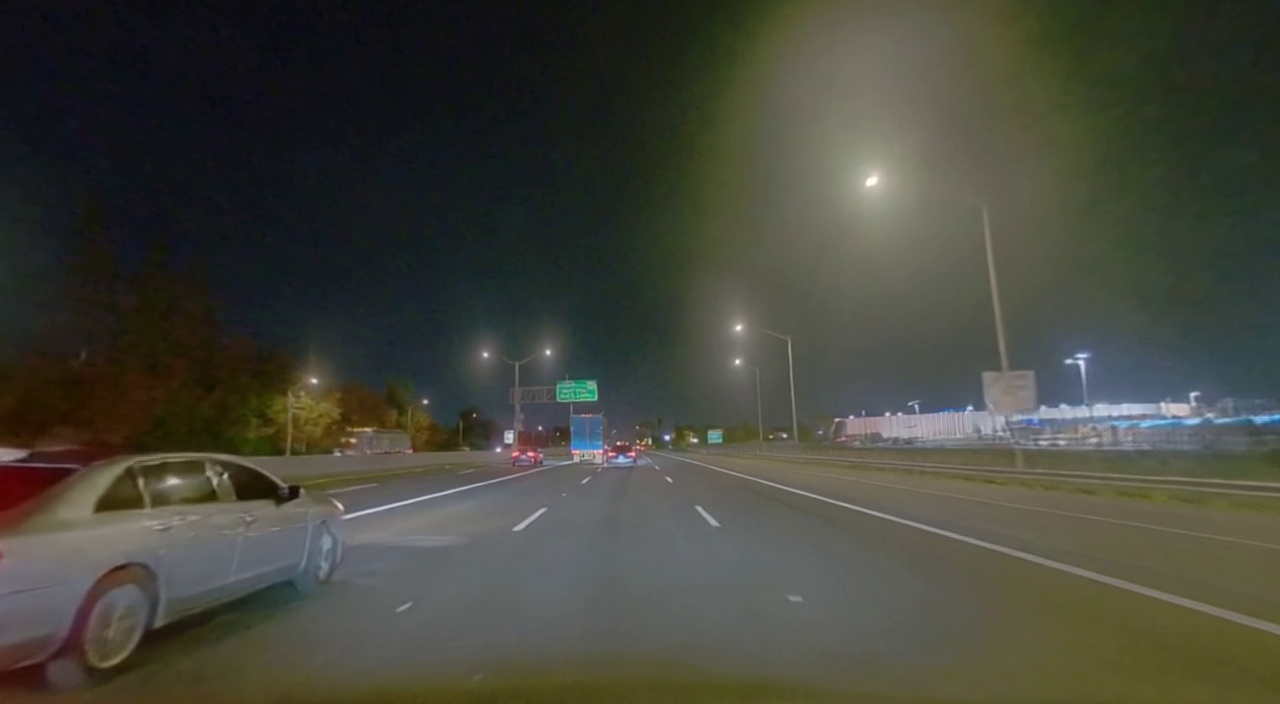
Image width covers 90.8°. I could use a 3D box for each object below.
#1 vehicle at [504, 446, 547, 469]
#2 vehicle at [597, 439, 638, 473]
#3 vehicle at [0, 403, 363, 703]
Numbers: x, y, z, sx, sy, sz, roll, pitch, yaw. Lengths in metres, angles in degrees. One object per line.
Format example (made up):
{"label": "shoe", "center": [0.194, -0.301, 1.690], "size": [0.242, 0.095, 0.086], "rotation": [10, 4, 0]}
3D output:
{"label": "vehicle", "center": [-7.607, 7.042, 42.407], "size": [2.026, 1.477, 4.467], "rotation": [0, -9, 0]}
{"label": "vehicle", "center": [-1.120, 5.530, 33.690], "size": [2.033, 1.669, 4.112], "rotation": [0, -9, 0]}
{"label": "vehicle", "center": [-3.675, 1.158, 3.826], "size": [1.997, 1.507, 4.391], "rotation": [0, -9, 0]}
